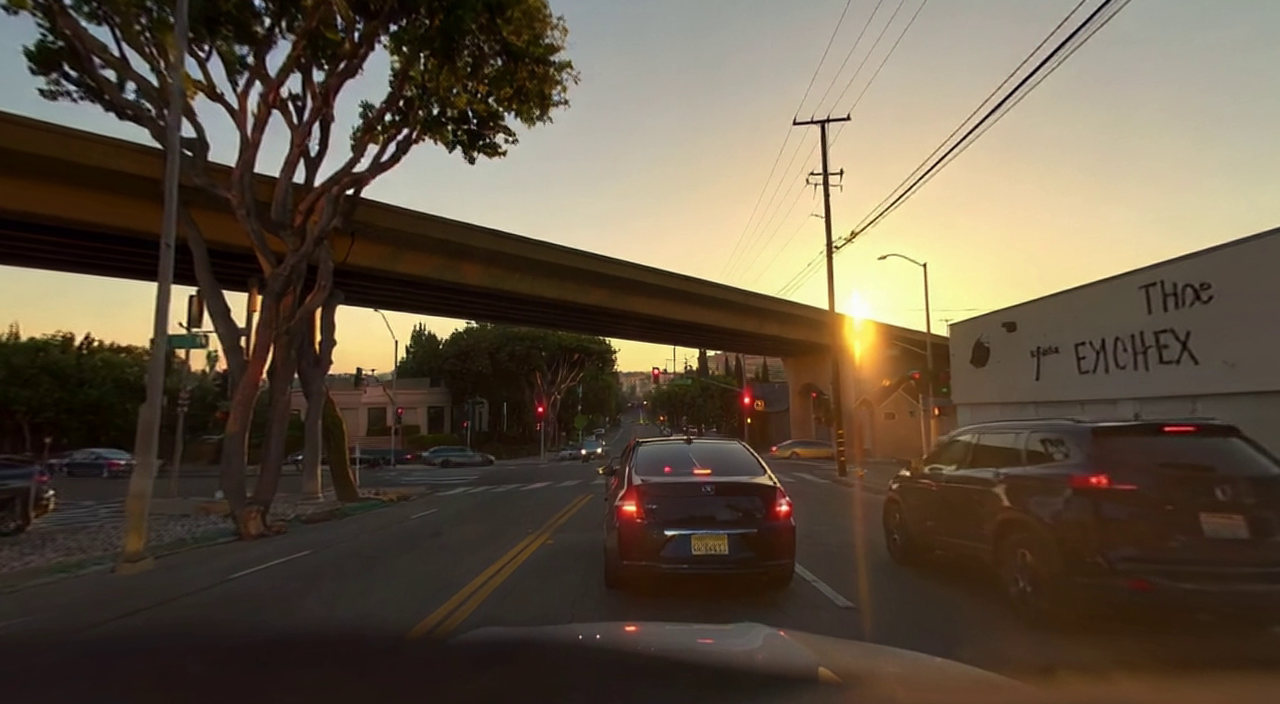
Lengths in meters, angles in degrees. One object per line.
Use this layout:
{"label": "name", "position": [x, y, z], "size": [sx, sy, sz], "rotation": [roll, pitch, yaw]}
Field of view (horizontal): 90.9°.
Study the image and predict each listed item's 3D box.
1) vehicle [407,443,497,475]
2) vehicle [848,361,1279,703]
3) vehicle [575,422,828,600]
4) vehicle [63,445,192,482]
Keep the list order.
{"label": "vehicle", "position": [-9.275, 5.291, 31.499], "size": [1.873, 1.462, 4.283], "rotation": [-4, -9, 25]}
{"label": "vehicle", "position": [3.610, 1.257, 5.510], "size": [2.062, 1.781, 4.488], "rotation": [0, -8, 0]}
{"label": "vehicle", "position": [0.535, 1.640, 7.434], "size": [2.101, 1.467, 4.210], "rotation": [0, -8, 1]}
{"label": "vehicle", "position": [-24.915, 5.410, 30.776], "size": [4.474, 1.673, 2.010], "rotation": [0, -8, 1]}
